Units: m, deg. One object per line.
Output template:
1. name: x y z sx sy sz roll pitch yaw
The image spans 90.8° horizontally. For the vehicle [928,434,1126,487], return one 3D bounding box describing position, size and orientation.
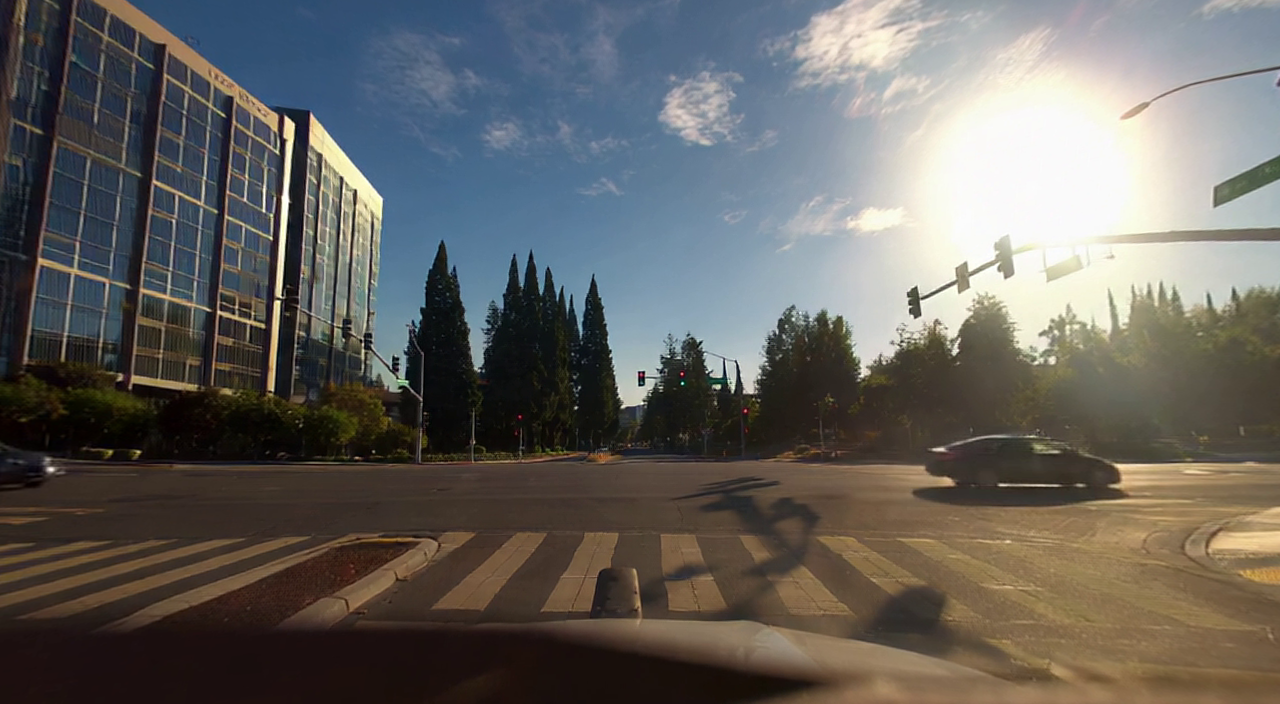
1. vehicle: 11.554 3.264 19.104 4.698 1.466 1.883 0 -9 0
